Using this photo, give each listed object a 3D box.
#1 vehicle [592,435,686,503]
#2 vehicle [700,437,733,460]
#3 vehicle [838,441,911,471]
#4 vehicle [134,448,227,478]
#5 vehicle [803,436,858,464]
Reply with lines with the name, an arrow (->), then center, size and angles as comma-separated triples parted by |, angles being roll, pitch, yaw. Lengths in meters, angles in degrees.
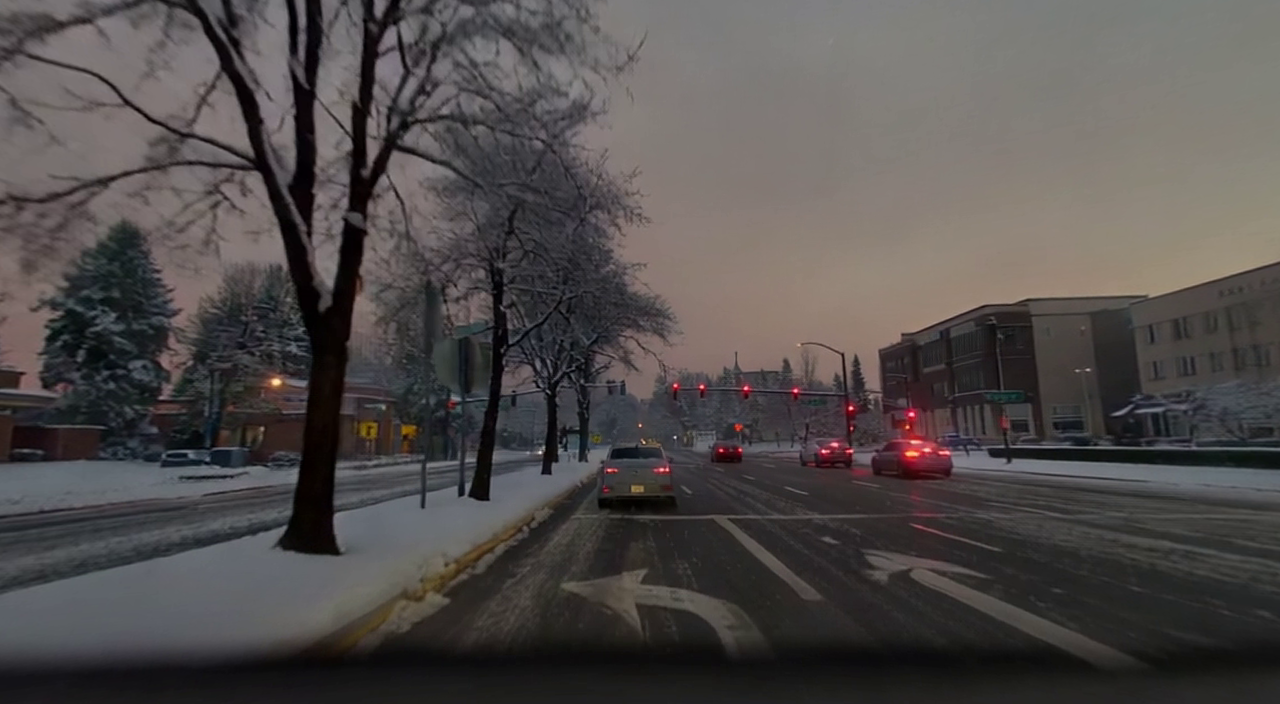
vehicle -> -0.064, 2.894, 15.985 | 2.064, 1.477, 3.968 | 0, -9, -1
vehicle -> 5.982, 7.608, 49.956 | 1.957, 1.755, 4.331 | 0, -9, -1
vehicle -> 12.485, 5.539, 33.960 | 2.059, 1.482, 4.568 | 0, -9, -2
vehicle -> -30.325, 7.322, 41.906 | 4.758, 1.809, 2.114 | 6, -10, -33
vehicle -> 12.964, 6.726, 43.349 | 1.981, 1.746, 5.375 | 0, -9, -1
